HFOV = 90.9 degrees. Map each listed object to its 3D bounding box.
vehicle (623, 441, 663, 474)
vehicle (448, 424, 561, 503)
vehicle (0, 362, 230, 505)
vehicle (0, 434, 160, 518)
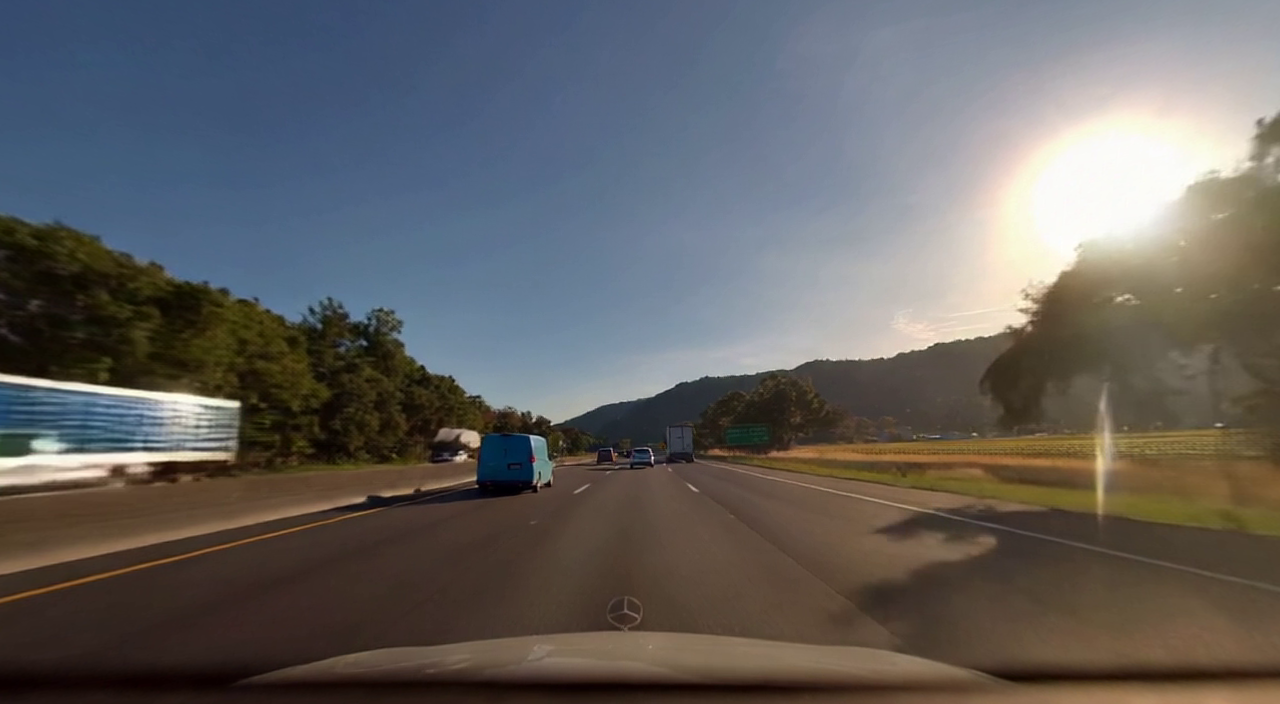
[{"bbox_3d":[0.171,6.255,37.405,2.209,1.825,4.036,0,-9,0],"label":"vehicle"},{"bbox_3d":[-3.794,3.254,18.705,2.167,1.991,5.062,0,-9,1],"label":"vehicle"},{"bbox_3d":[-19.828,2.749,20.674,2.991,4.059,14.361,0,-9,0],"label":"vehicle"},{"bbox_3d":[-15.061,3.076,16.100,1.871,1.823,4.704,0,-9,-1],"label":"vehicle"}]
